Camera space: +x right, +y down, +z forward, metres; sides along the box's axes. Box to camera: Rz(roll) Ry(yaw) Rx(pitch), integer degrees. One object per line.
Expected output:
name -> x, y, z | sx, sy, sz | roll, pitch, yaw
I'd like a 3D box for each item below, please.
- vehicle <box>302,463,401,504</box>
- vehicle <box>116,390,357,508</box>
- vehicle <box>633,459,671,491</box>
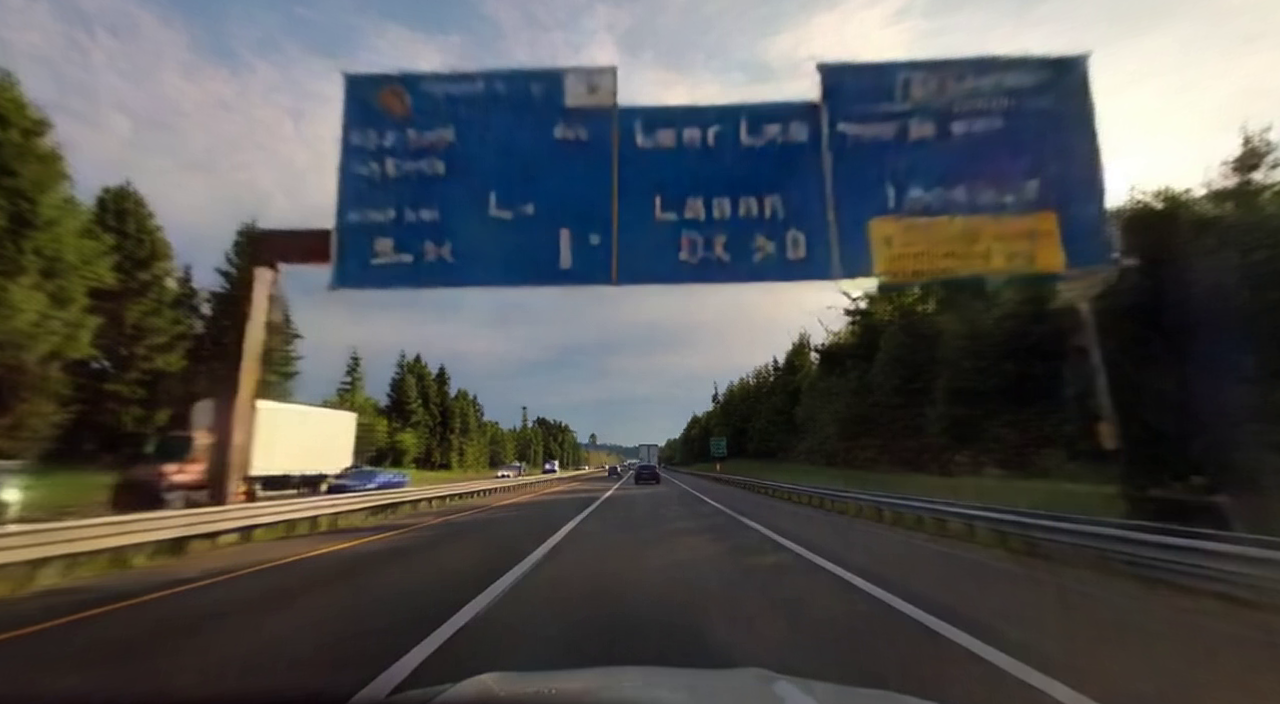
vehicle -> -11.219, 5.122, 24.844 | 1.829, 1.432, 4.294 | 1, -10, 0
vehicle -> -15.767, 4.148, 26.173 | 3.015, 3.895, 10.076 | 0, -10, 1
vehicle -> 0.676, 7.166, 36.837 | 2.048, 1.663, 4.377 | 1, -10, 0
